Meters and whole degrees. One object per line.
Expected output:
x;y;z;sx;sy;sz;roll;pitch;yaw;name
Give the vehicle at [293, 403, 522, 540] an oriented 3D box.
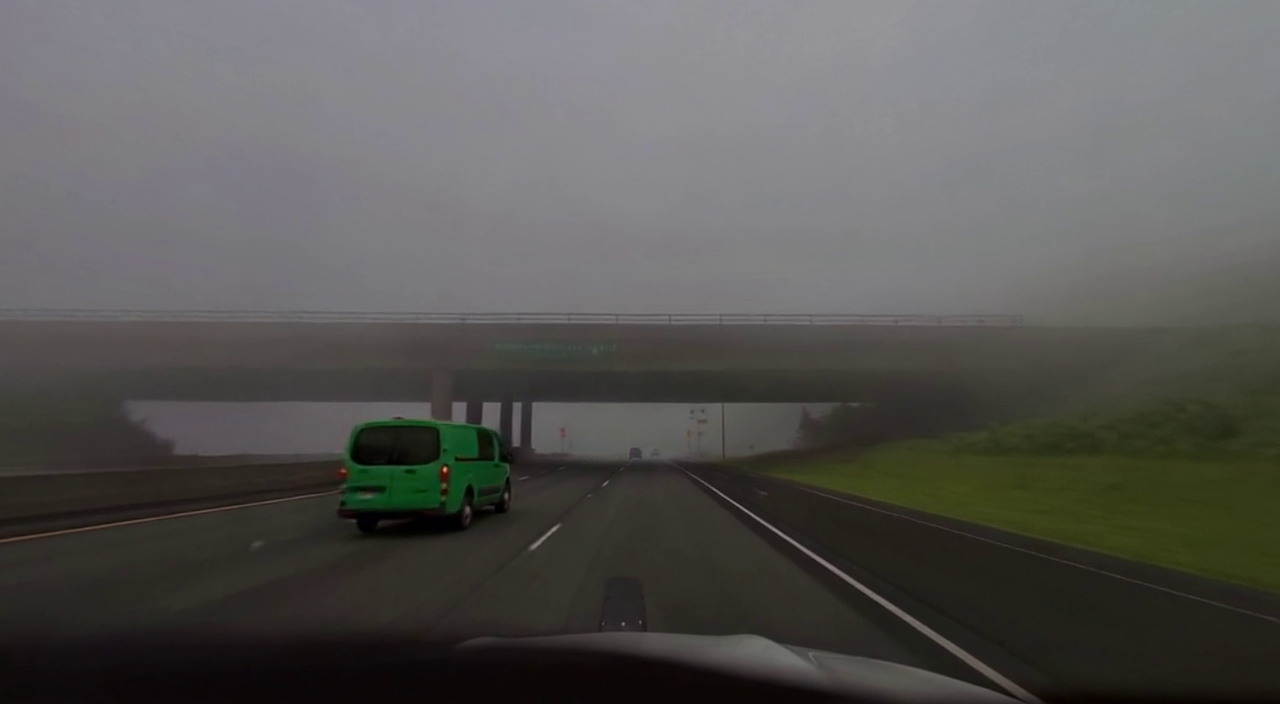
-3.795;2.104;11.564;2.167;1.929;5.037;0;-9;1;vehicle
